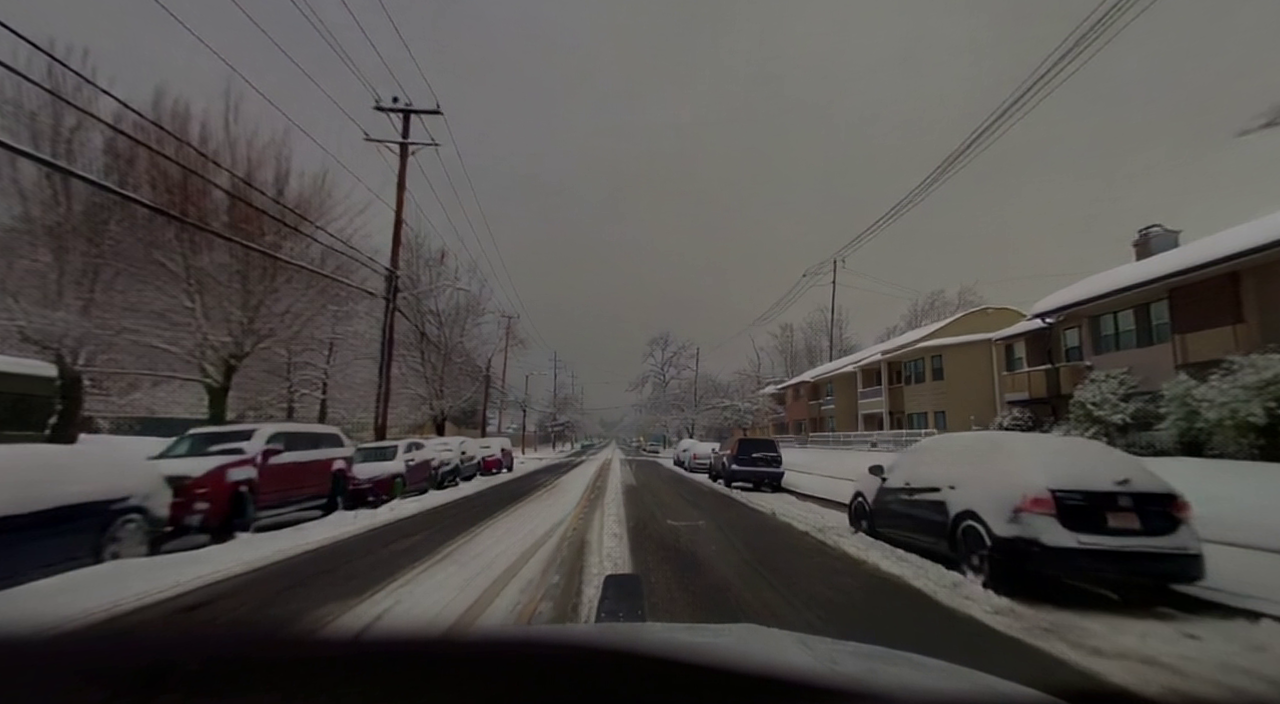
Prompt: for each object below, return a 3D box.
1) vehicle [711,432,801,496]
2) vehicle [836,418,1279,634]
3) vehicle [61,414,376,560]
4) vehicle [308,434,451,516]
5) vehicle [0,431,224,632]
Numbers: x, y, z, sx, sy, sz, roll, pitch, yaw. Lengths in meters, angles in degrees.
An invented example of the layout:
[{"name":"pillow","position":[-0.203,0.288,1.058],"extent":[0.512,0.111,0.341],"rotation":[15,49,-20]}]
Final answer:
[{"name":"vehicle","position":[3.431,3.416,19.578],"extent":[1.936,1.756,4.127],"rotation":[0,-9,-1]},{"name":"vehicle","position":[4.051,1.646,7.159],"extent":[1.910,1.567,4.856],"rotation":[0,-9,-3]},{"name":"vehicle","position":[-6.114,1.963,10.065],"extent":[2.094,1.766,4.482],"rotation":[1,-8,-3]},{"name":"vehicle","position":[-6.075,2.835,15.334],"extent":[1.863,1.561,4.380],"rotation":[-3,-7,-4]},{"name":"vehicle","position":[-5.651,1.379,4.897],"extent":[1.979,1.435,4.785],"rotation":[-2,-7,-5]}]
